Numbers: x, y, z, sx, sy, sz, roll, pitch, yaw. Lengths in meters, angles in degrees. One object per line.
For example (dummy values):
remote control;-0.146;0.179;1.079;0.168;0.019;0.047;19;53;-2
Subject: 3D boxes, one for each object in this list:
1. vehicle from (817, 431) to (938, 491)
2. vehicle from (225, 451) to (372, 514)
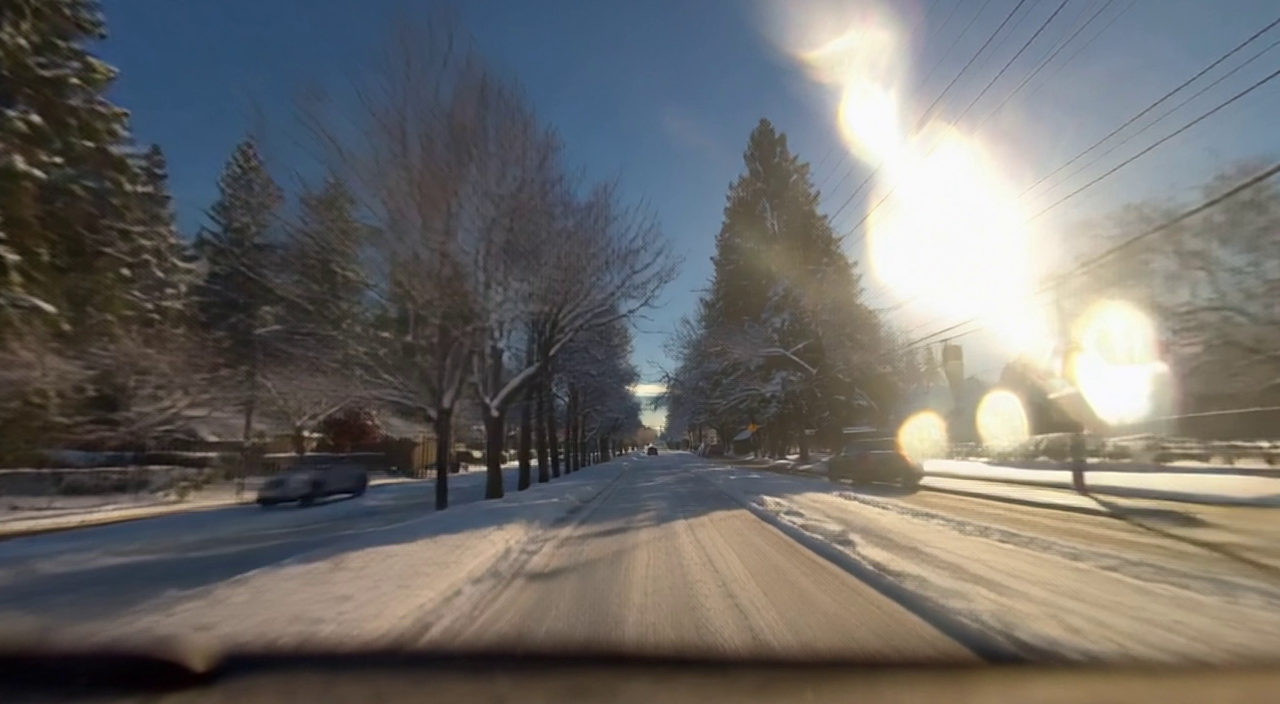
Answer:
vehicle;7.848;3.640;21.449;2.200;1.783;4.682;0;-8;-1
vehicle;-11.069;4.213;20.965;2.077;1.776;4.757;-1;-8;2
